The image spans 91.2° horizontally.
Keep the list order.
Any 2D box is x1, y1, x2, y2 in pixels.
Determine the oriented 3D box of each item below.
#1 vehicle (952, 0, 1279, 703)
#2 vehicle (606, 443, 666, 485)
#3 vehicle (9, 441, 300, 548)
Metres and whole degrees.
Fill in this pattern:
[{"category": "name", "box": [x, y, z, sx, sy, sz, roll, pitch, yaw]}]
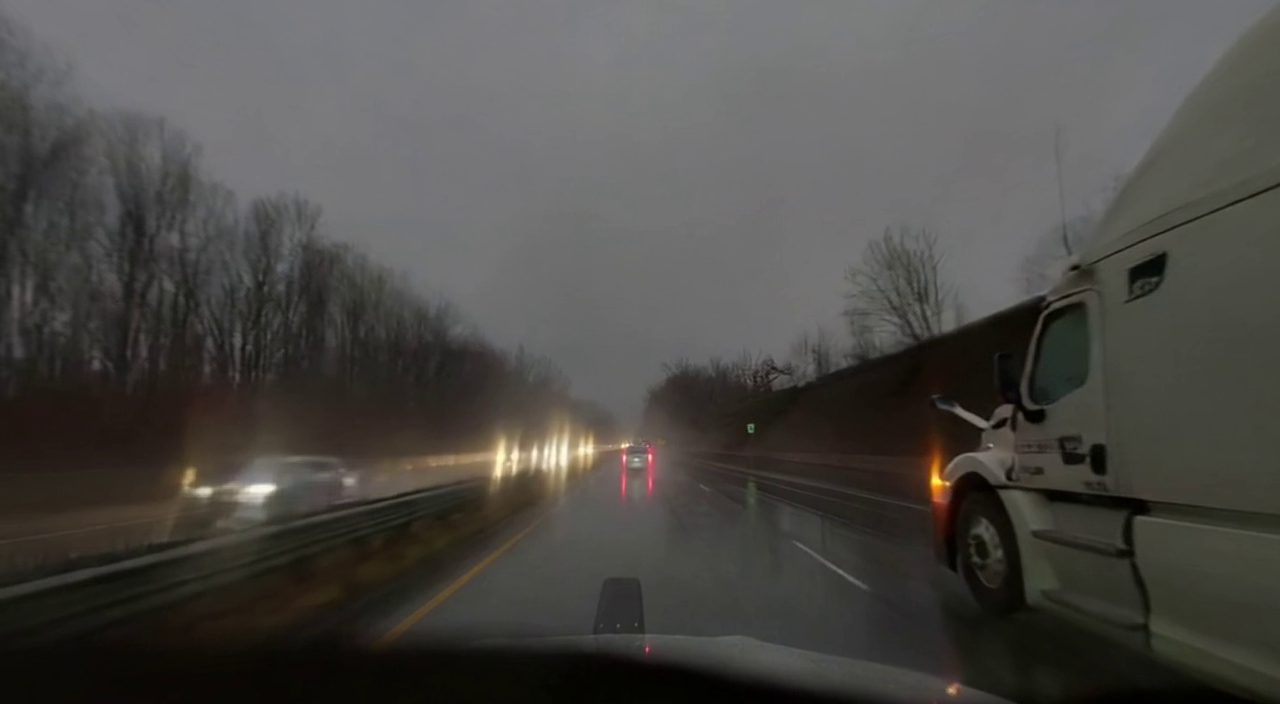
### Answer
[{"category": "vehicle", "box": [4.405, -0.273, 2.180, 3.351, 3.699, 5.995, 0, -9, -1]}, {"category": "vehicle", "box": [-0.188, 4.499, 25.391, 2.244, 1.506, 4.097, 0, -9, -1]}, {"category": "vehicle", "box": [-8.699, 2.543, 11.925, 1.957, 1.603, 4.476, 0, -9, 0]}]
